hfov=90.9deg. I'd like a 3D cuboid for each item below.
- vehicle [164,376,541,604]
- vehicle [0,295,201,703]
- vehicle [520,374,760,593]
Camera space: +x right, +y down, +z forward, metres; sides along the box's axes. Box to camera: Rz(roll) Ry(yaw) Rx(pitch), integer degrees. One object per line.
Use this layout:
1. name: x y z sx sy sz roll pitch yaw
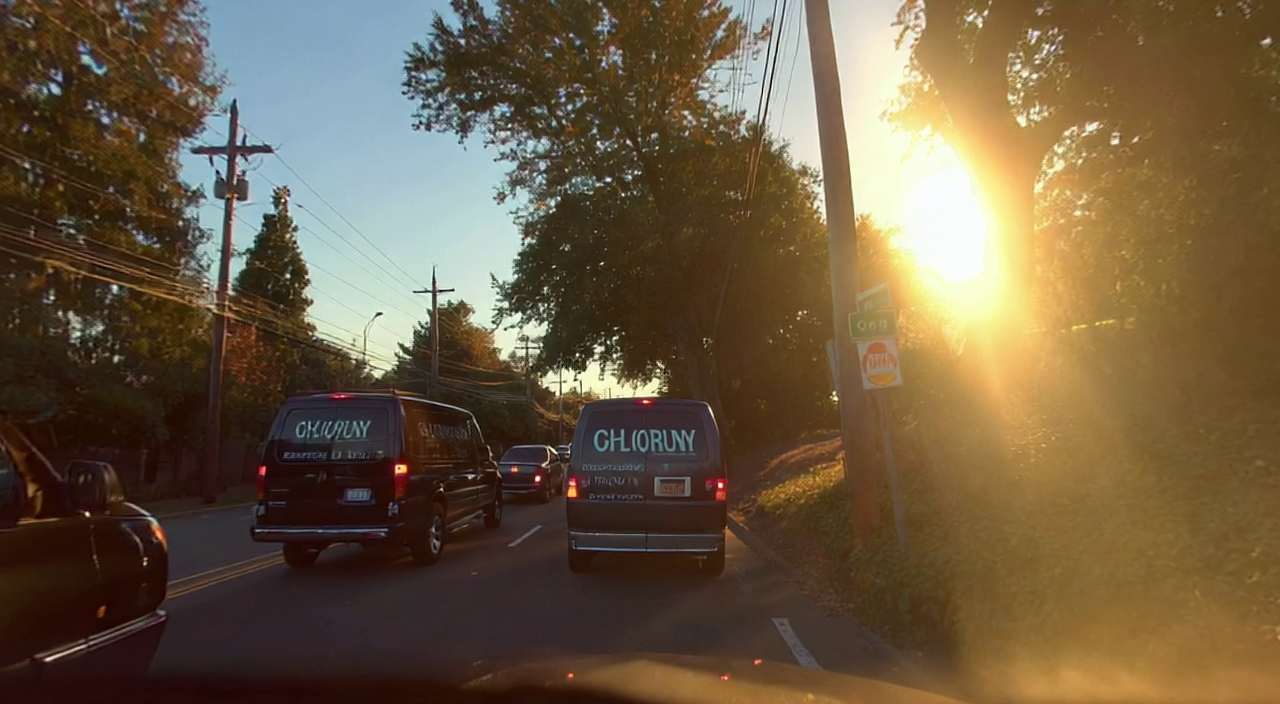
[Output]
1. vehicle: -2.755 1.481 7.623 2.109 1.851 4.749 -1 -8 3
2. vehicle: -3.100 0.481 0.239 2.160 1.796 4.997 0 -8 1
3. vehicle: 0.106 1.461 7.695 2.117 1.911 4.095 -1 -8 3
